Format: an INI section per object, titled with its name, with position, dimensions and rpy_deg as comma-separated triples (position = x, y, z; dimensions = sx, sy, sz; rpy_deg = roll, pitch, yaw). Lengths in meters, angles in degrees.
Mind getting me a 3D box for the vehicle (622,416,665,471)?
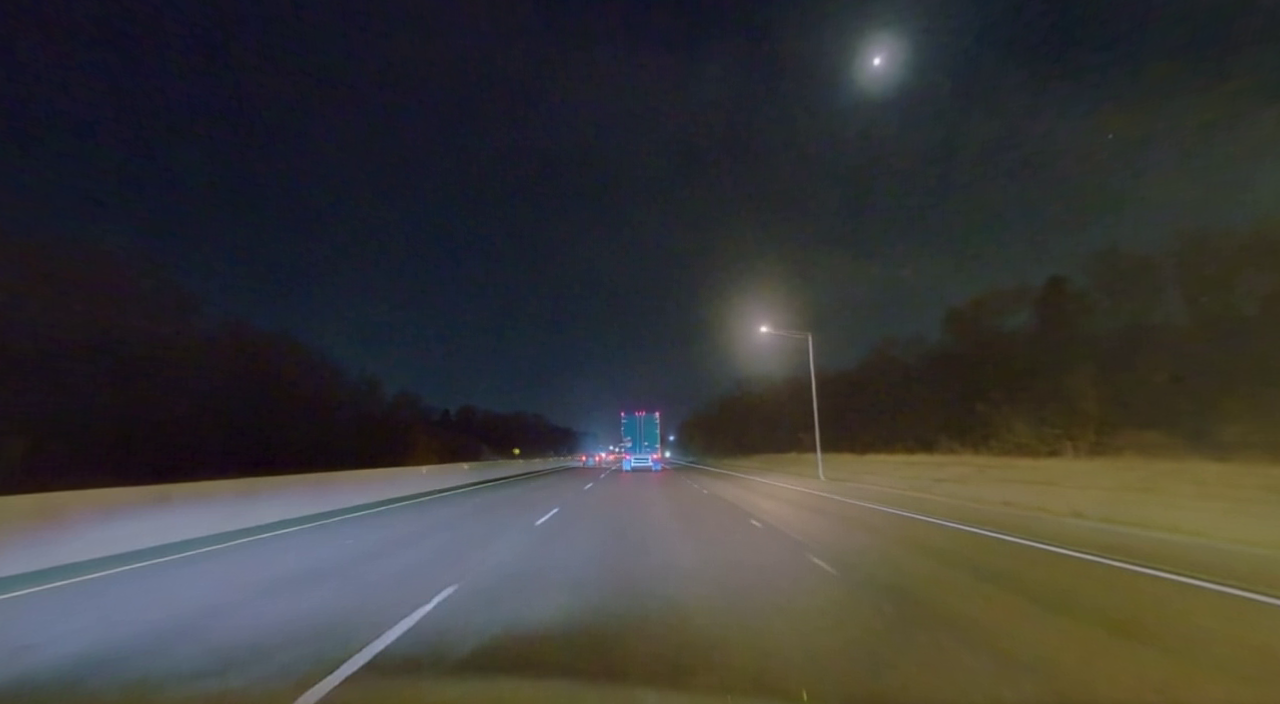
[vehicle]
position = 0.128, 7.046, 48.459
dimensions = 2.864, 3.805, 9.500
rpy_deg = 0, -9, -2
